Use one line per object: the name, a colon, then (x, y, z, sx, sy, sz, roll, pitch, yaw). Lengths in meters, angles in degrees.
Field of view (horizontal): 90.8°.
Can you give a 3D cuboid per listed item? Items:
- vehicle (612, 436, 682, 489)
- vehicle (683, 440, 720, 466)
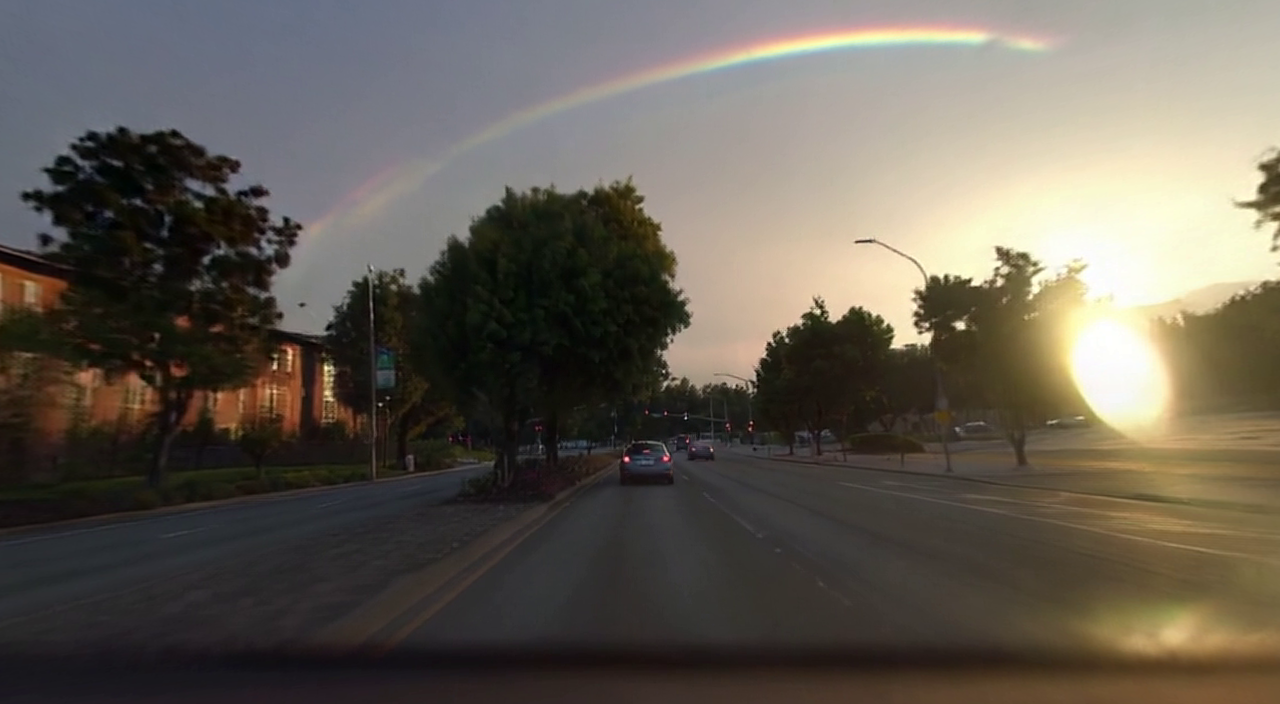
vehicle: (0.193, 3.775, 21.891, 2.181, 1.639, 4.127, 0, -9, 0)
vehicle: (4.187, 6.922, 43.349, 1.987, 1.613, 4.081, 0, -9, -2)
